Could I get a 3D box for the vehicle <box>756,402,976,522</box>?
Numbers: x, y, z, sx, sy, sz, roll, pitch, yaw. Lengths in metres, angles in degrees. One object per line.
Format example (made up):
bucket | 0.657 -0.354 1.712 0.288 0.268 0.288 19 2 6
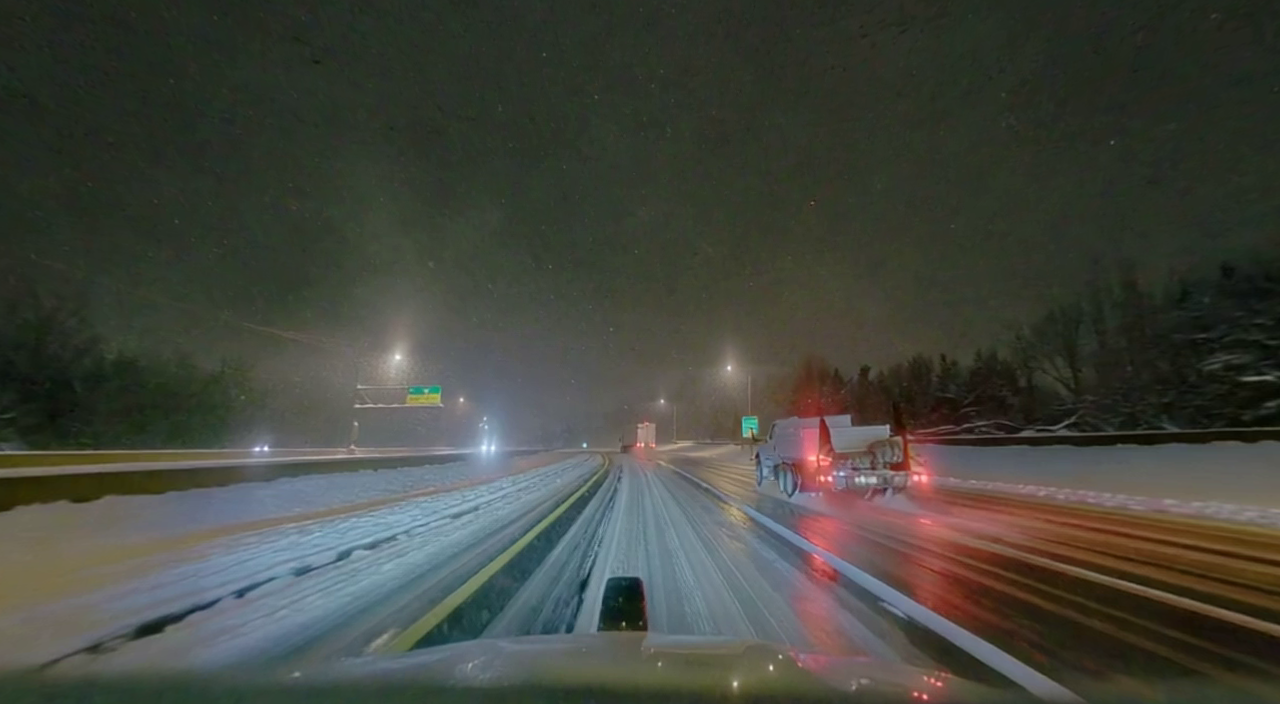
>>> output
vehicle | 4.270 2.216 13.304 2.383 1.959 5.669 0 -8 -2
